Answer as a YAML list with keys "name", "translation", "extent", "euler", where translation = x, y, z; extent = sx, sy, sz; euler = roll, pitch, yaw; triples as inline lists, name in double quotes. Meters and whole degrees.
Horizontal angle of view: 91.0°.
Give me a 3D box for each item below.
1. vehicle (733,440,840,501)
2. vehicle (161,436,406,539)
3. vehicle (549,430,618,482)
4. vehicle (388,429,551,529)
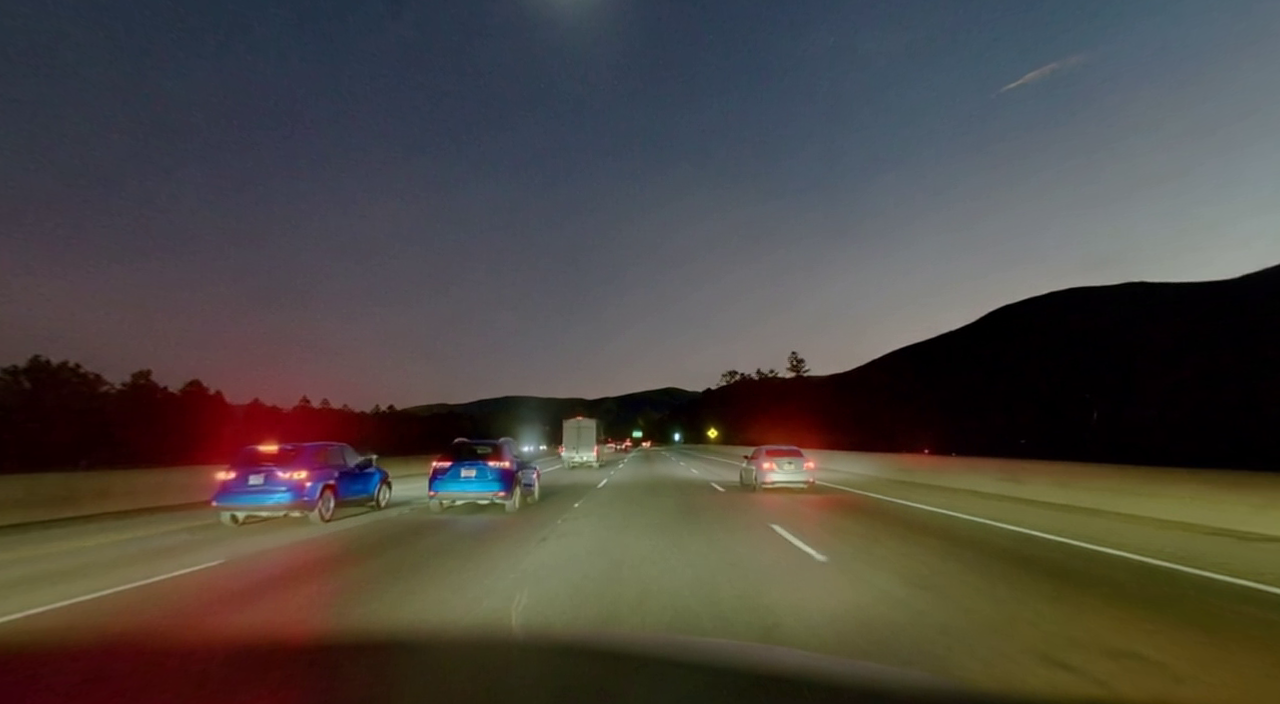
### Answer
- name: "vehicle"
  translation: [4.177, 3.435, 18.783]
  extent: [2.071, 1.570, 4.637]
  euler: [0, -8, 0]
- name: "vehicle"
  translation: [-6.656, 2.534, 12.567]
  extent: [2.084, 1.639, 4.648]
  euler: [0, -8, 1]
- name: "vehicle"
  translation: [-2.437, 4.735, 29.052]
  extent: [2.494, 2.136, 5.539]
  euler: [0, -8, 2]
- name: "vehicle"
  translation: [-3.264, 2.513, 13.075]
  extent: [2.080, 1.716, 4.207]
  euler: [0, -8, 2]
